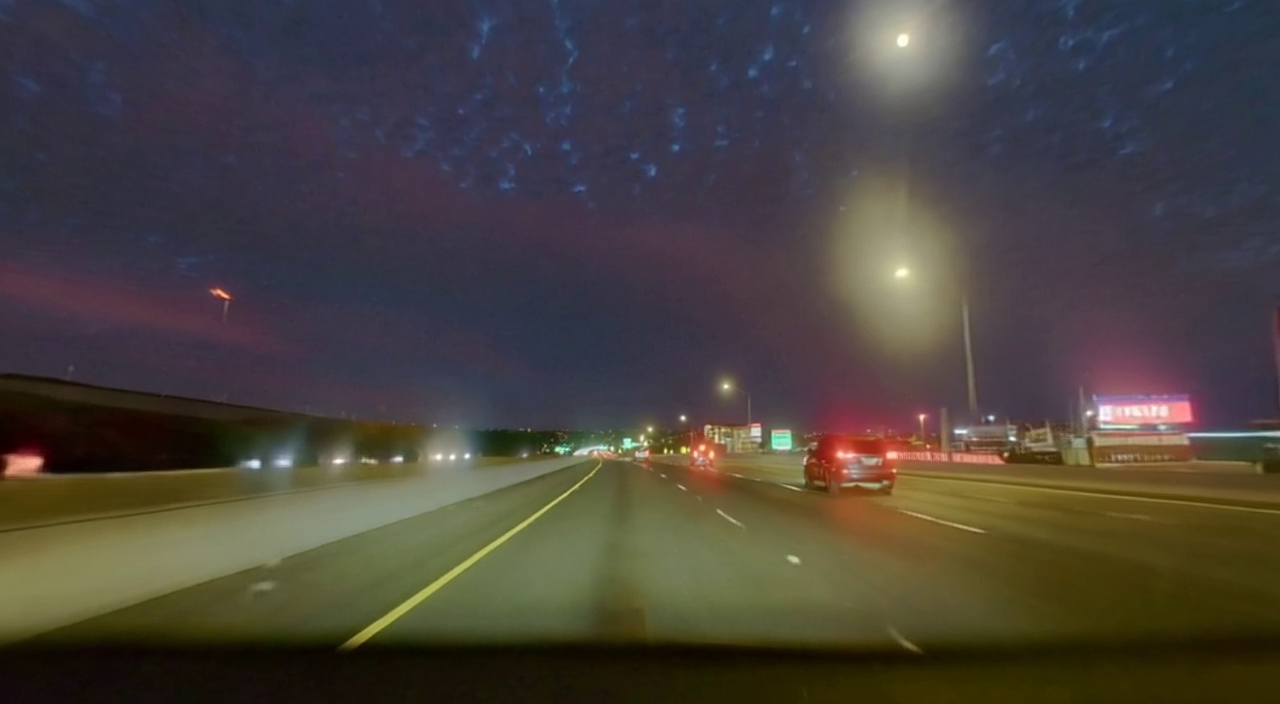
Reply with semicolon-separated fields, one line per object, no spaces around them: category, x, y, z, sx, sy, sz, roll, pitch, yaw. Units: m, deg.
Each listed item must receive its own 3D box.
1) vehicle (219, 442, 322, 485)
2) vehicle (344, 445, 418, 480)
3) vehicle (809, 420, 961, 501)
vehicle;-17.498;5.262;30.274;2.108;1.852;4.929;0;-8;-2
vehicle;-13.839;5.912;34.061;2.118;1.711;4.587;0;-9;-2
vehicle;6.685;3.032;18.010;2.181;1.952;4.973;0;-9;-2
